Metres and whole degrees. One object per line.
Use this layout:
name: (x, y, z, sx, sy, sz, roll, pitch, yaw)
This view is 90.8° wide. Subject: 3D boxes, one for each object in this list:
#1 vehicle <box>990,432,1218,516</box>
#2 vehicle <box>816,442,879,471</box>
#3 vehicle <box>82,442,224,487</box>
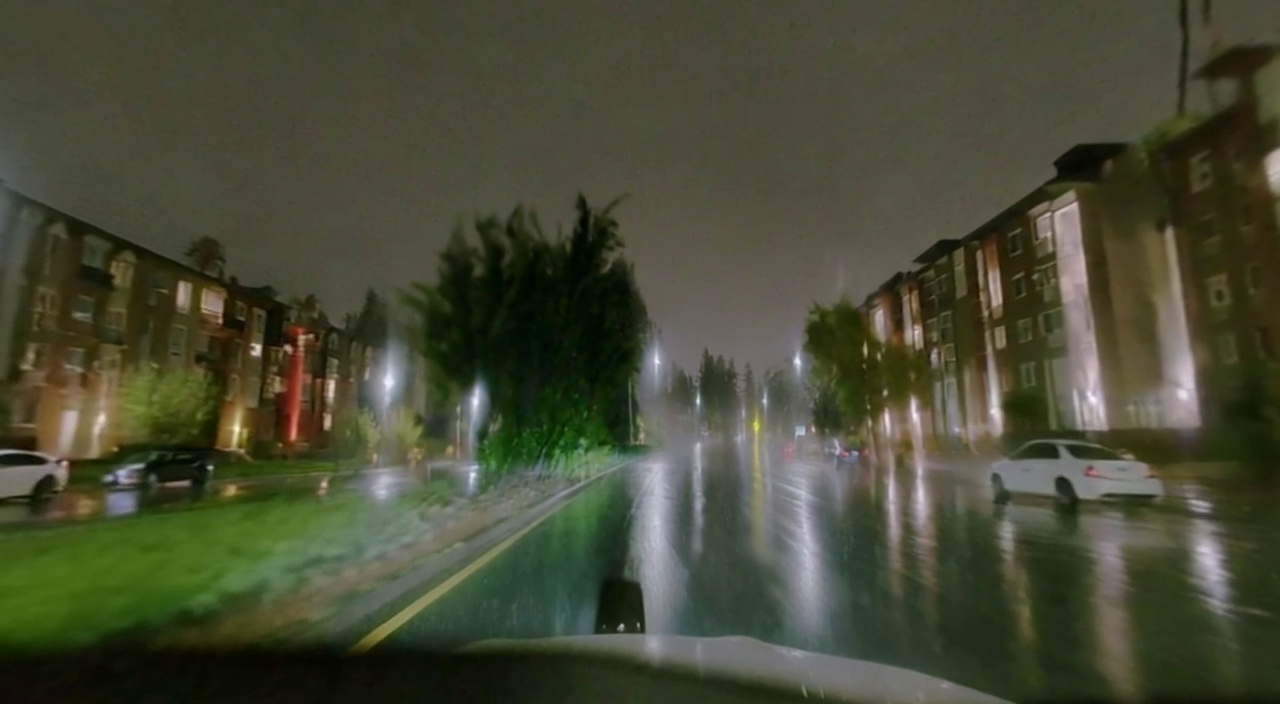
vehicle: (10.350, 2.722, 14.672, 1.992, 1.615, 4.460, 0, -8, 2)
vehicle: (11.166, 5.650, 34.299, 1.897, 1.455, 4.586, 0, -8, 1)
vehicle: (-18.799, 4.402, 24.716, 2.003, 1.505, 4.332, -2, -10, 2)
